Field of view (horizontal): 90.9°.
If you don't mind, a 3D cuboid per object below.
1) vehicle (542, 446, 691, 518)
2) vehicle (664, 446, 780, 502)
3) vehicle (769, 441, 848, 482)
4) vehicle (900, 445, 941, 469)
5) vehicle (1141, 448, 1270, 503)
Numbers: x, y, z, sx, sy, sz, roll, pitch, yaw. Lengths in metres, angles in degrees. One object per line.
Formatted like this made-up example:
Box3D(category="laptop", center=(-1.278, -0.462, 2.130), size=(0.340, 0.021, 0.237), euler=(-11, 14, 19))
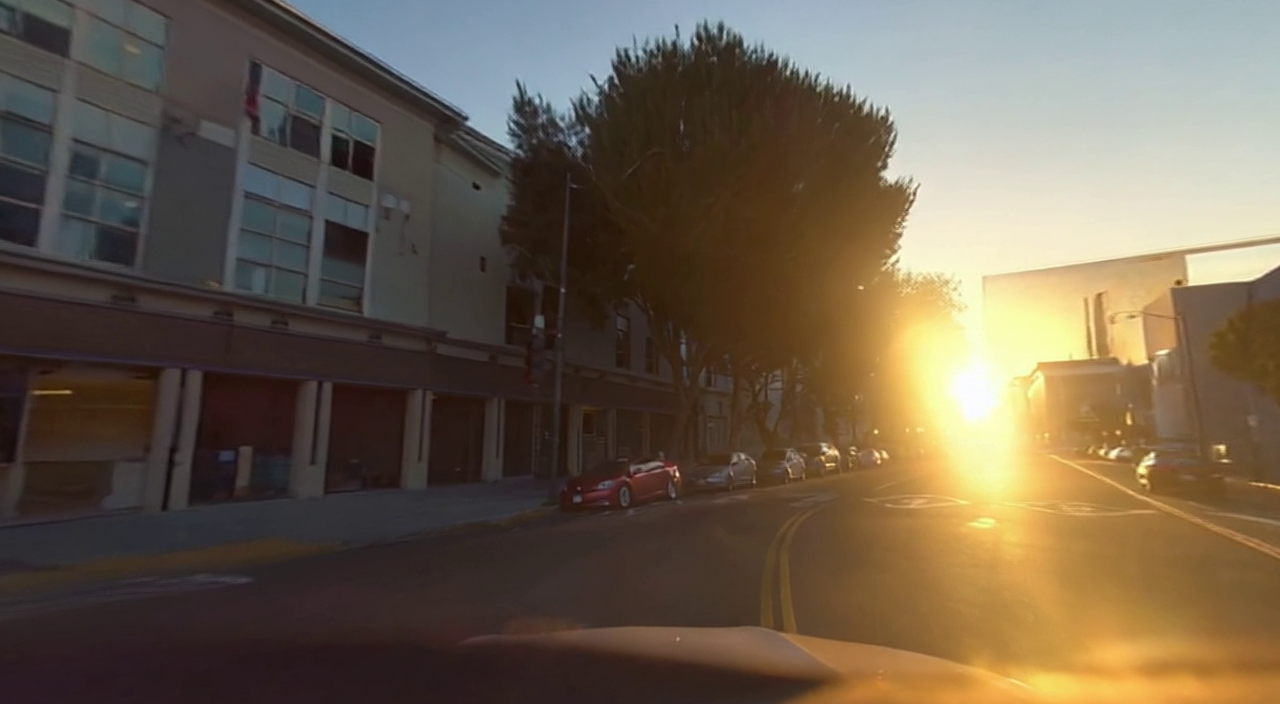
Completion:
Box3D(category="vehicle", center=(-0.458, 3.316, 16.701), size=(1.922, 1.628, 4.291), euler=(-5, -10, 30))
Box3D(category="vehicle", center=(2.918, 4.052, 21.566), size=(2.179, 1.658, 4.765), euler=(-5, -10, 31))
Box3D(category="vehicle", center=(8.403, 5.341, 31.077), size=(2.171, 1.816, 5.274), euler=(-6, -10, 33))
Box3D(category="vehicle", center=(18.580, 6.920, 41.649), size=(1.852, 1.465, 4.092), euler=(-5, -10, 31))
Box3D(category="vehicle", center=(18.654, 4.017, 21.078), size=(2.148, 1.488, 4.508), euler=(-2, -8, 28))
